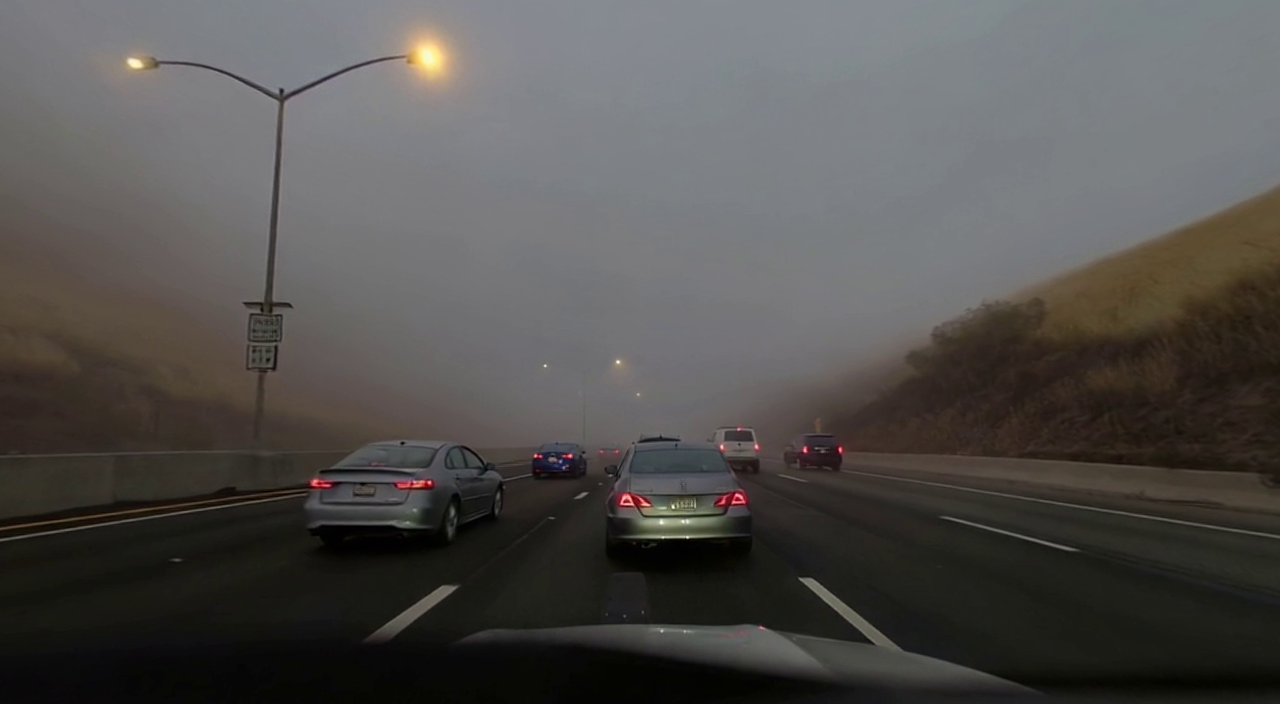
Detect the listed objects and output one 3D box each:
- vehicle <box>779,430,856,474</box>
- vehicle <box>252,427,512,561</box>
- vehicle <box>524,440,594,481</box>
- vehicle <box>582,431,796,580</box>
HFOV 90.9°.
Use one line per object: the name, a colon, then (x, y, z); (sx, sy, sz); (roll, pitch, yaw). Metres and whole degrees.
vehicle: (7.729, 4.398, 27.959); (2.071, 1.754, 4.586); (0, -8, 0)
vehicle: (-3.417, 1.962, 9.480); (2.033, 1.513, 4.333); (0, -8, 1)
vehicle: (-3.085, 4.233, 24.873); (2.017, 1.446, 4.384); (-1, -8, 2)
vehicle: (0.503, 1.793, 8.162); (2.072, 1.431, 3.904); (0, -8, 1)
